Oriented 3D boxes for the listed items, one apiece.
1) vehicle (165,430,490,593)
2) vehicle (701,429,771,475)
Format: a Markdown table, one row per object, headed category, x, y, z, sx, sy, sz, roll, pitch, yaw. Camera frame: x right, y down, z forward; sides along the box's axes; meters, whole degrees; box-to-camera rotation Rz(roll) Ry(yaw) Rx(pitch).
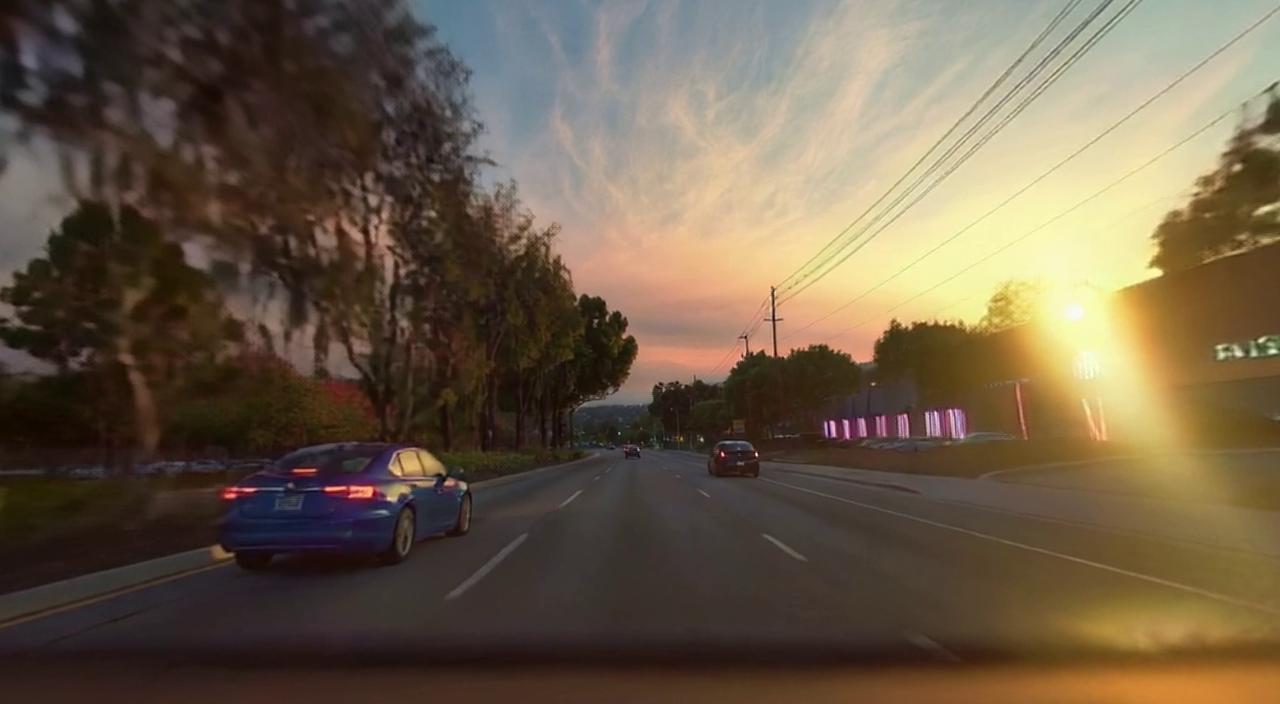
| category | x | y | z | sx | sy | sz | roll | pitch | yaw |
| --- | --- | --- | --- | --- | --- | --- | --- | --- | --- |
| vehicle | -3.396 | 1.794 | 8.038 | 2.017 | 1.470 | 4.293 | 0 | -8 | -1 |
| vehicle | 4.517 | 4.842 | 30.823 | 2.476 | 2.016 | 5.586 | 0 | -8 | 0 |
